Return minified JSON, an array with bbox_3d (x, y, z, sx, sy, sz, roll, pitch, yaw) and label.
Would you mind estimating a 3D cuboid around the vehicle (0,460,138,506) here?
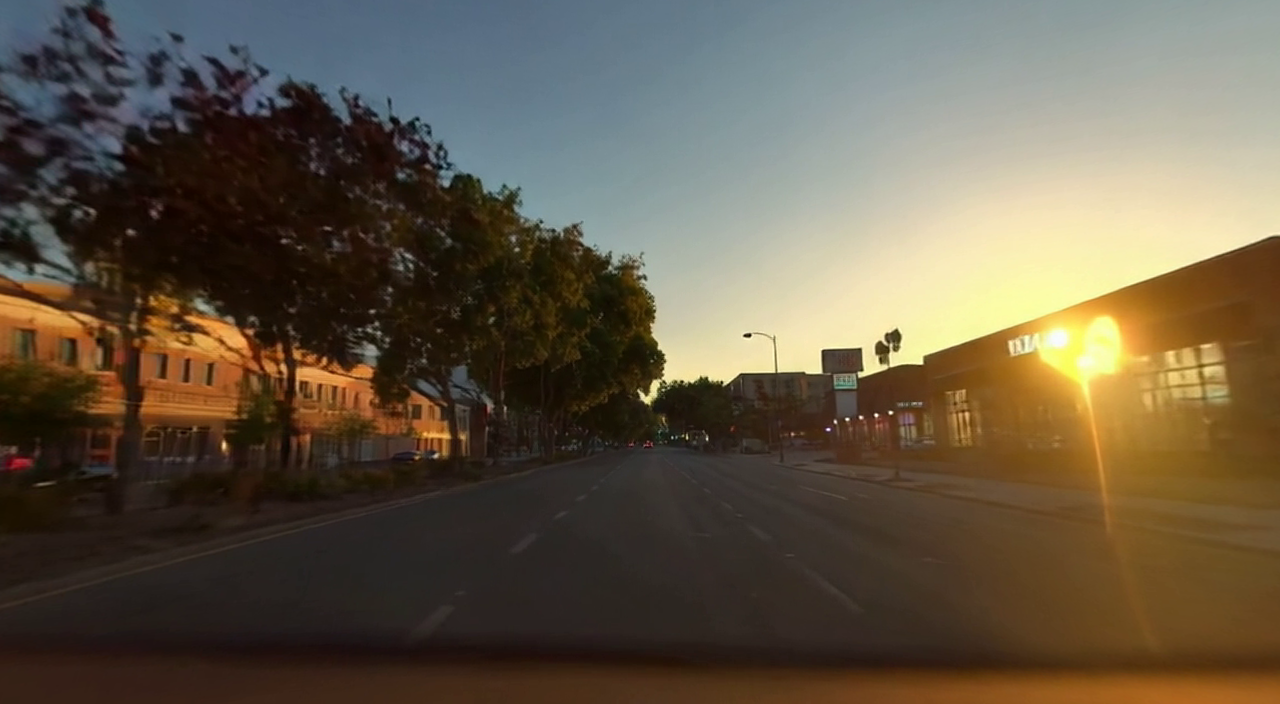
[{"bbox_3d":[-22.471,4.985,24.422,2.135,1.467,4.653,-1,-8,2],"label":"vehicle"}]
